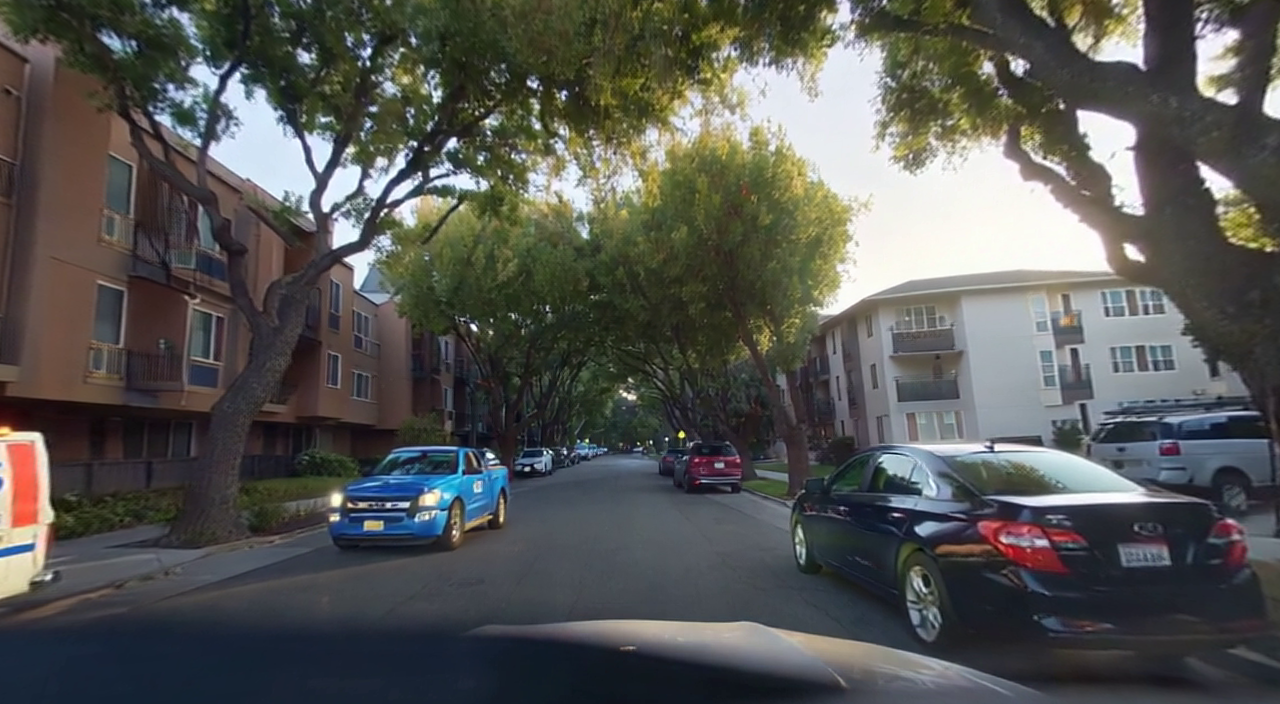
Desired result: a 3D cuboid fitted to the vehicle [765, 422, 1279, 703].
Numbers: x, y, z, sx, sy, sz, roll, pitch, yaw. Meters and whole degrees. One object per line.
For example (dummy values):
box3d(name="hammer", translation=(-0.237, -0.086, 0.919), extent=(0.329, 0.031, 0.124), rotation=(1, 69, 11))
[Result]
box3d(name="vehicle", translation=(2.568, 1.408, 5.193), extent=(1.845, 1.479, 4.727), rotation=(1, -8, -3))

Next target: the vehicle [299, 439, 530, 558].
box3d(name="vehicle", translation=(-3.323, 2.224, 10.438), extent=(1.966, 1.515, 4.394), rotation=(-1, -8, 3))

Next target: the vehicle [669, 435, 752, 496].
box3d(name="vehicle", translation=(2.037, 3.431, 19.469), extent=(1.878, 1.664, 4.033), rotation=(1, -8, -3))

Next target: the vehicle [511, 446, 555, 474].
box3d(name="vehicle", translation=(-6.664, 6.731, 39.719), extent=(1.959, 1.490, 4.361), rotation=(0, -7, 1))
